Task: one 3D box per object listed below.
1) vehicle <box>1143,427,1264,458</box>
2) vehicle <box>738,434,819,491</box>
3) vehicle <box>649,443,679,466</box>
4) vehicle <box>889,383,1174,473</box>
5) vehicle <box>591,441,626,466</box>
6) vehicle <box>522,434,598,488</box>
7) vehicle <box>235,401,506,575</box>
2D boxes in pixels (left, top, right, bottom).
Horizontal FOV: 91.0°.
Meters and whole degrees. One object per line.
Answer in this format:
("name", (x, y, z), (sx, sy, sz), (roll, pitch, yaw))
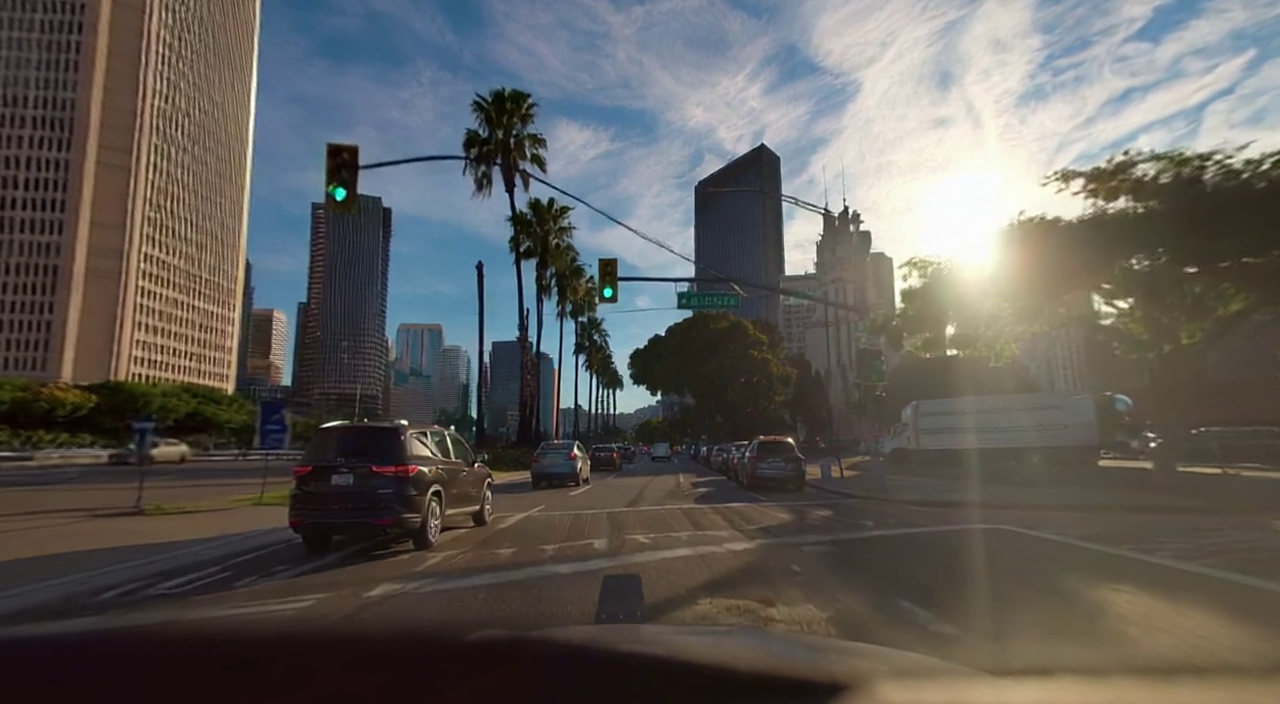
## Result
("vehicle", (32.479, 5.282, 36.441), (1.994, 1.685, 4.655), (3, -10, -21))
("vehicle", (4.706, 3.837, 22.164), (1.965, 1.735, 4.835), (0, -9, 3))
("vehicle", (1.683, 7.142, 43.898), (2.036, 1.461, 3.890), (0, -9, 2))
("vehicle", (17.341, 3.703, 28.768), (10.428, 3.452, 2.869), (-8, -12, 39))
("vehicle", (-2.087, 6.867, 42.655), (1.955, 1.637, 4.243), (0, -9, 3))
("vehicle", (-2.787, 3.931, 22.972), (2.014, 1.740, 4.392), (0, -9, 3))
("vehicle", (-3.281, 1.749, 8.766), (1.800, 1.797, 4.224), (0, -9, 1))
